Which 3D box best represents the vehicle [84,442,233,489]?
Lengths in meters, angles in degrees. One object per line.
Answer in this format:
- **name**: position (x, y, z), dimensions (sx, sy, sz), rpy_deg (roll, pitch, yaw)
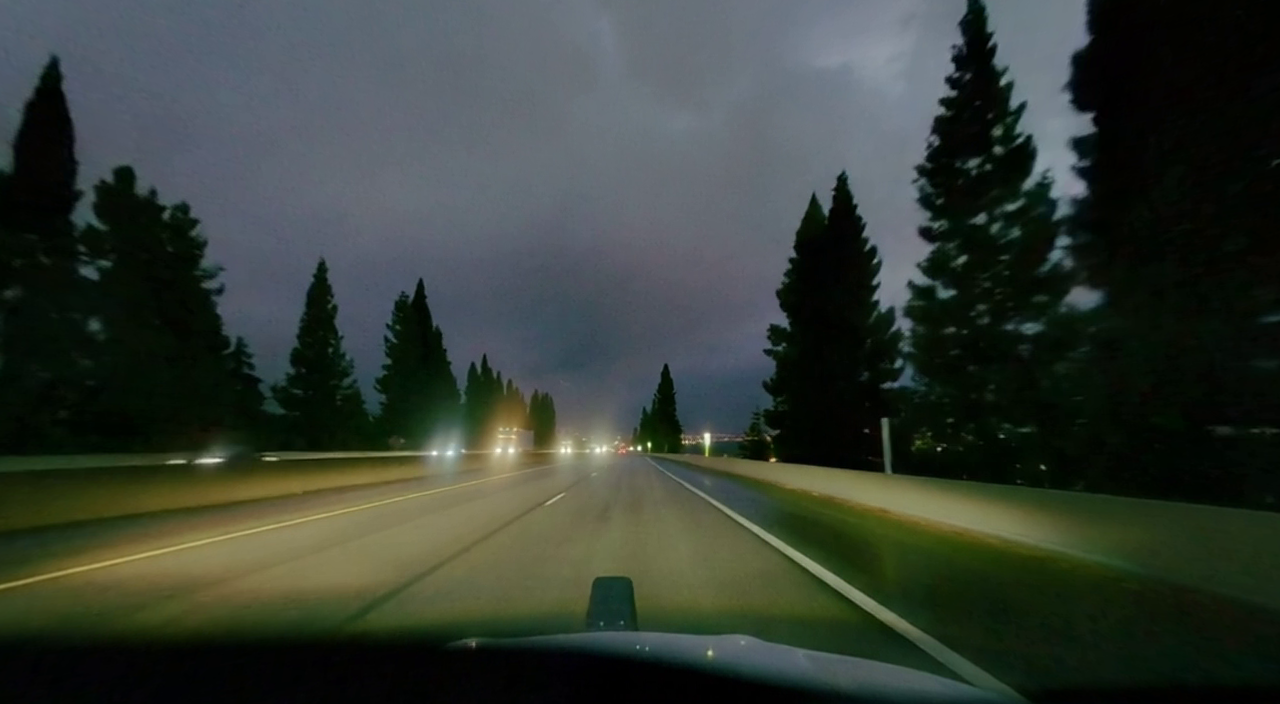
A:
- **vehicle**: position (-16.501, 3.898, 21.920), dimensions (1.787, 1.456, 4.219), rpy_deg (0, -9, 0)
